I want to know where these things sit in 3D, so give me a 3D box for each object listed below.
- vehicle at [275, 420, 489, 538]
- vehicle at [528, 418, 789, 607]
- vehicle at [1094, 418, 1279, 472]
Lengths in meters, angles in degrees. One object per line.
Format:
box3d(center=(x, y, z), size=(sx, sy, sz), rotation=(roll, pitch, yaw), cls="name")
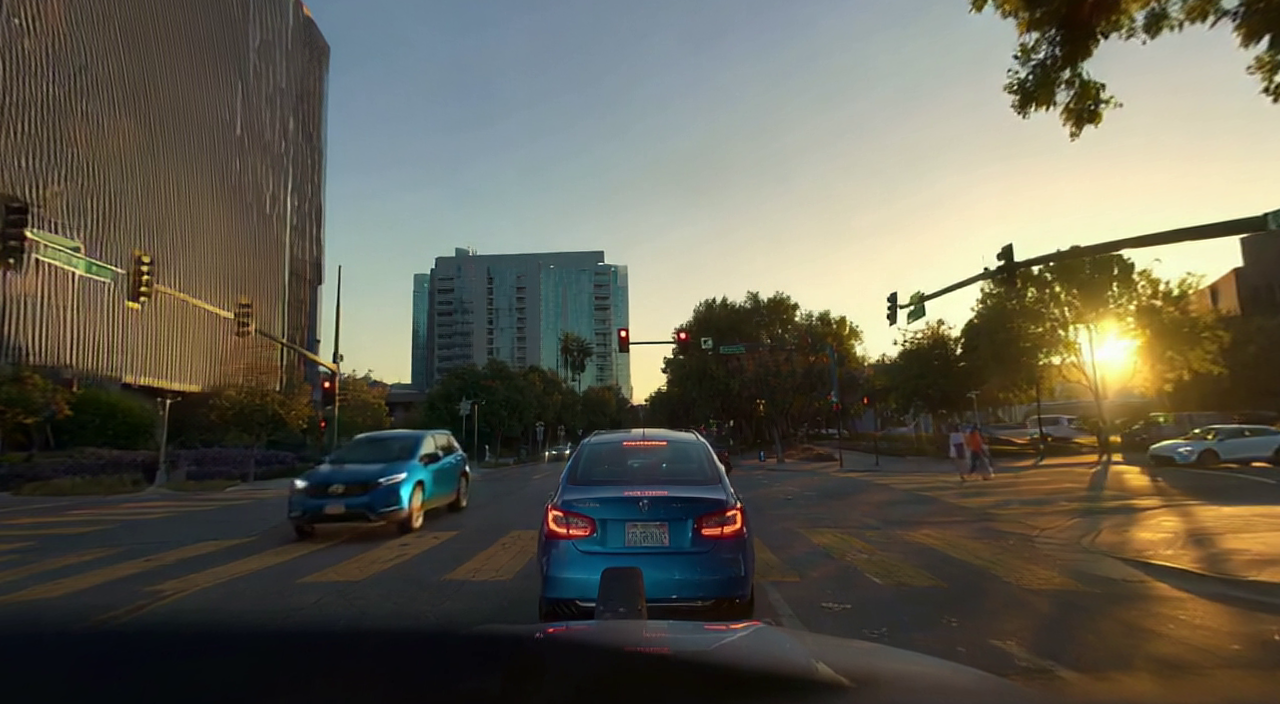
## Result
box3d(center=(-4.461, 2.257, 11.883), size=(2.006, 1.756, 4.599), rotation=(0, -8, 1), cls="vehicle")
box3d(center=(-0.141, 1.653, 7.485), size=(1.893, 1.532, 4.145), rotation=(2, -9, -16), cls="vehicle")
box3d(center=(19.118, 3.269, 22.225), size=(4.675, 1.772, 1.945), rotation=(0, -8, 0), cls="vehicle")
